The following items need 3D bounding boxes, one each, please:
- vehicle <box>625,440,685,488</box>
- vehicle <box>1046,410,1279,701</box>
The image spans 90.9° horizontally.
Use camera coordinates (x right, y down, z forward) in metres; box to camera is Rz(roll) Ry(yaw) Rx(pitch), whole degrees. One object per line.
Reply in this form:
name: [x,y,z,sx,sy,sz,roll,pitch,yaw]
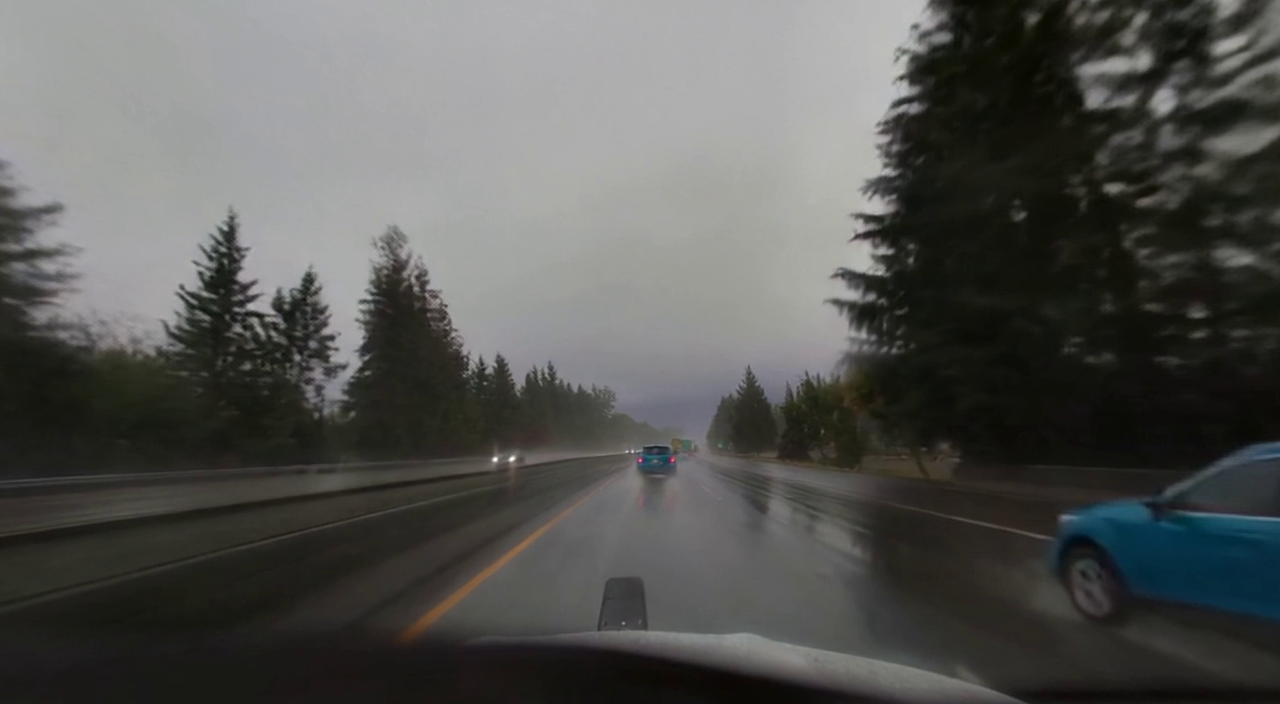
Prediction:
vehicle: [0.576,4.405,25.063,2.190,1.706,4.062,0,-9,1]
vehicle: [4.242,0.989,2.858,1.864,1.489,4.379,0,-9,0]
